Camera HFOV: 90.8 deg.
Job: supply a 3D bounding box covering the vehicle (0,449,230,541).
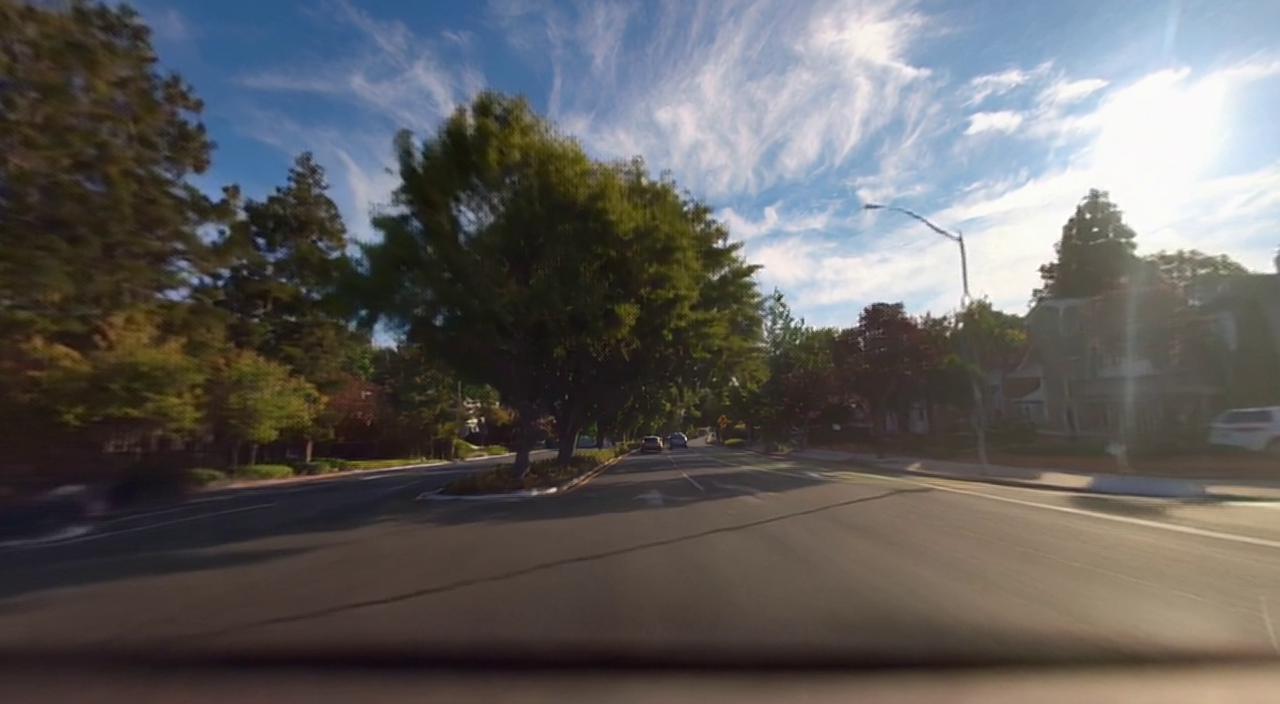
[{"bbox_3d":[-10.619,2.695,12.615,1.960,1.465,4.194,0,-8,1],"label":"vehicle"}]
